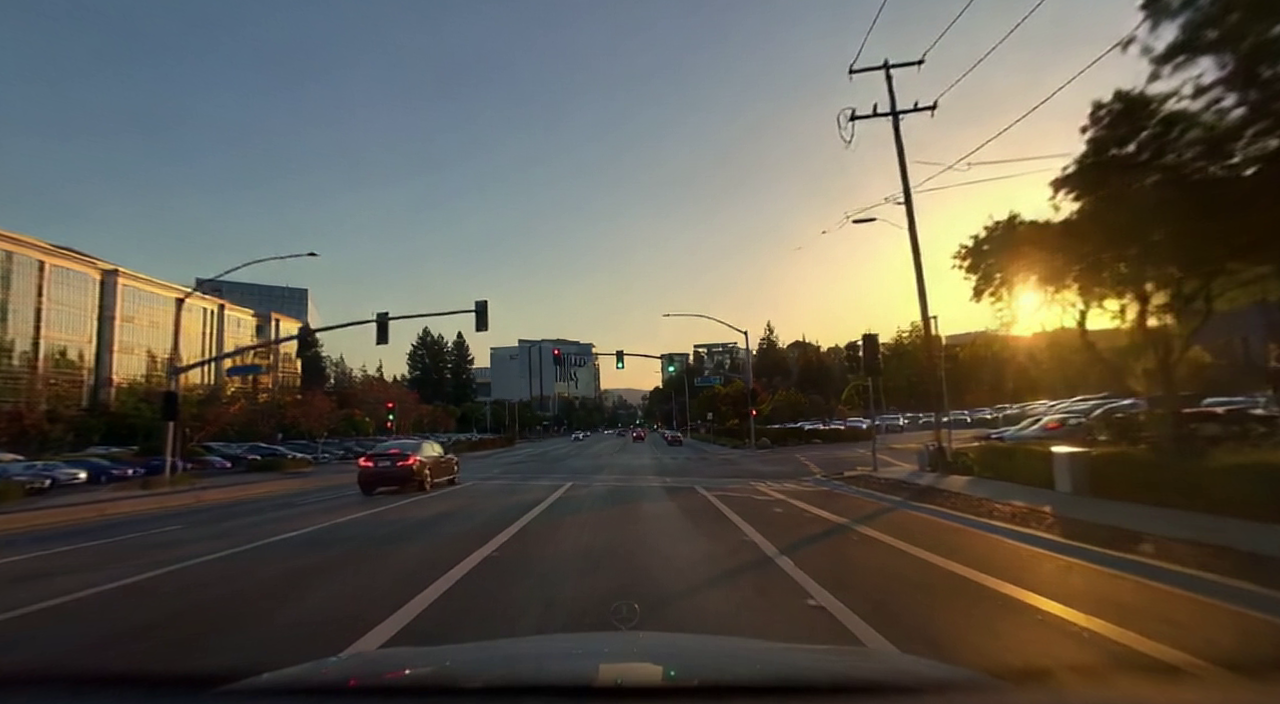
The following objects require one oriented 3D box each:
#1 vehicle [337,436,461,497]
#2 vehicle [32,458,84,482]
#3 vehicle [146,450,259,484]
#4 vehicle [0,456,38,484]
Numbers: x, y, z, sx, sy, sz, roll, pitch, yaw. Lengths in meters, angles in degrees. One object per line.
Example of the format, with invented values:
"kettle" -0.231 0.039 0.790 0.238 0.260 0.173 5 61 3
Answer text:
"vehicle" -6.493 3.103 17.583 1.928 1.451 4.219 0 -8 -2
"vehicle" -40.521 8.203 44.072 1.906 1.496 4.381 5 -10 -34
"vehicle" -23.801 6.266 34.467 4.722 1.741 2.142 -1 -8 6
"vehicle" -43.573 8.119 43.624 2.020 1.784 4.391 5 -10 -34
